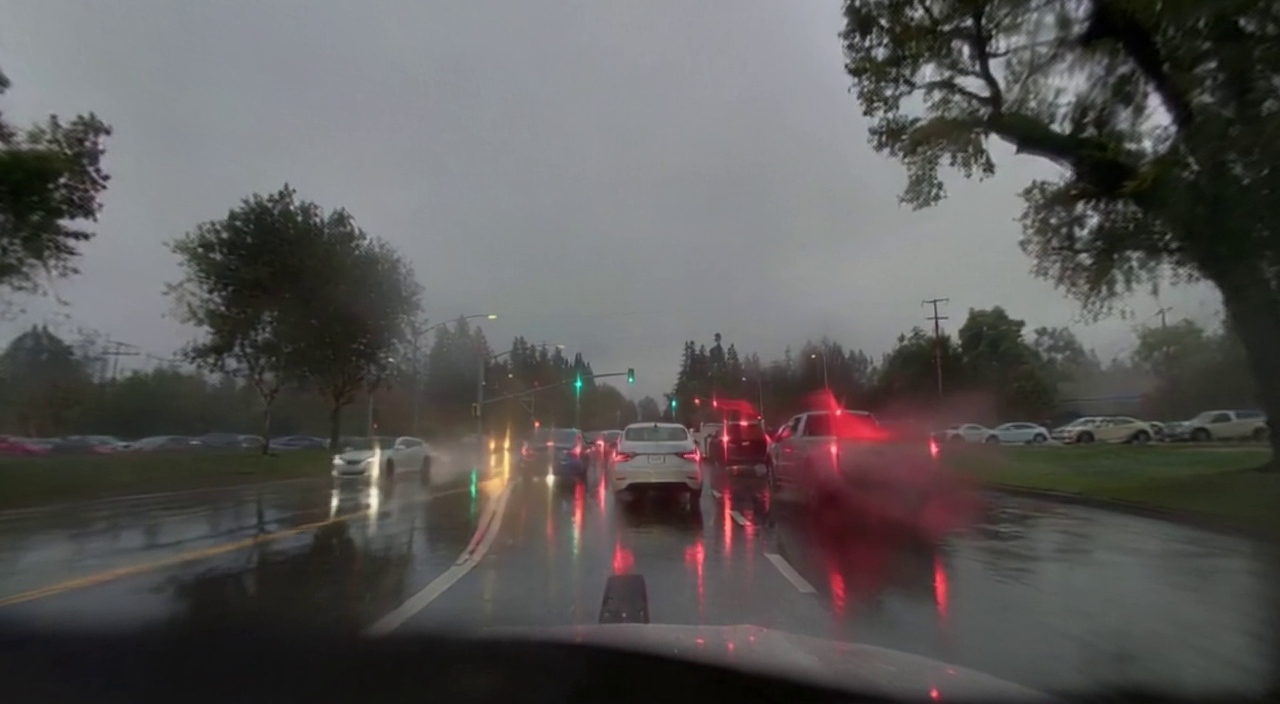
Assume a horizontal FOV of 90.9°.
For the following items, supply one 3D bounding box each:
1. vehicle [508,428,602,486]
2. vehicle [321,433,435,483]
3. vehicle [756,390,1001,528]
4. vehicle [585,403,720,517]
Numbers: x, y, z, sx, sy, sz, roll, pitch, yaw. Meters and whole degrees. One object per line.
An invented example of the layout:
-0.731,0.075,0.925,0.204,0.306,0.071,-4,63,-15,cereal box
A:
-2.335,3.023,18.475,2.023,1.494,4.259,-1,-8,2,vehicle
-8.805,3.593,21.618,1.868,1.496,4.219,0,-9,4,vehicle
3.767,1.888,11.556,2.317,1.857,5.940,0,-9,2,vehicle
0.285,1.991,11.944,2.113,1.768,3.901,0,-9,3,vehicle
